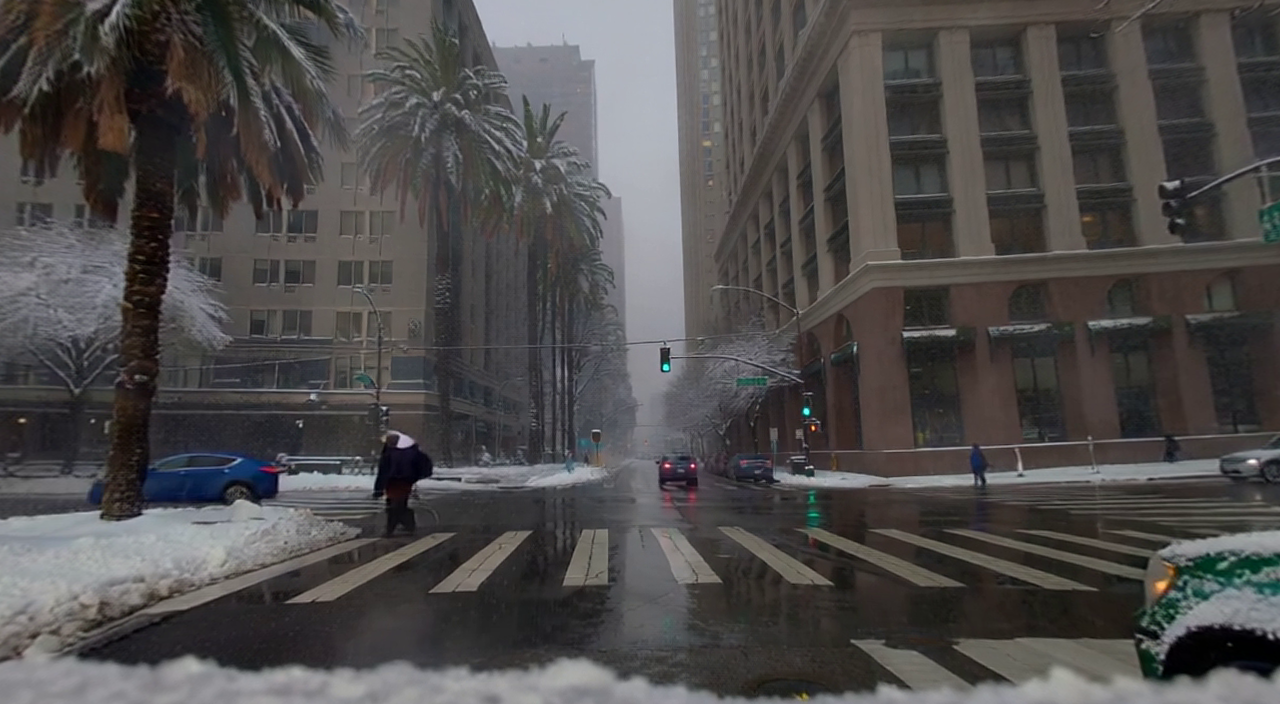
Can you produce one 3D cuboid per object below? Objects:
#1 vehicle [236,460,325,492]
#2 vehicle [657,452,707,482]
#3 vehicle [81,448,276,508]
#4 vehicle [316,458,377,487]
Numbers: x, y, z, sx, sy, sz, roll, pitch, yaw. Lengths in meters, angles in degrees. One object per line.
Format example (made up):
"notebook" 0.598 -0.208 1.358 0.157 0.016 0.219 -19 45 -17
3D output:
"vehicle" -19.969 6.901 35.383 2.069 1.540 4.774 0 -8 1
"vehicle" 2.341 6.603 36.482 2.000 1.525 4.273 1 -9 -9
"vehicle" -13.890 3.782 19.424 4.499 1.594 1.898 4 -10 -27
"vehicle" -20.115 8.261 43.530 2.043 1.745 4.420 0 -8 1
